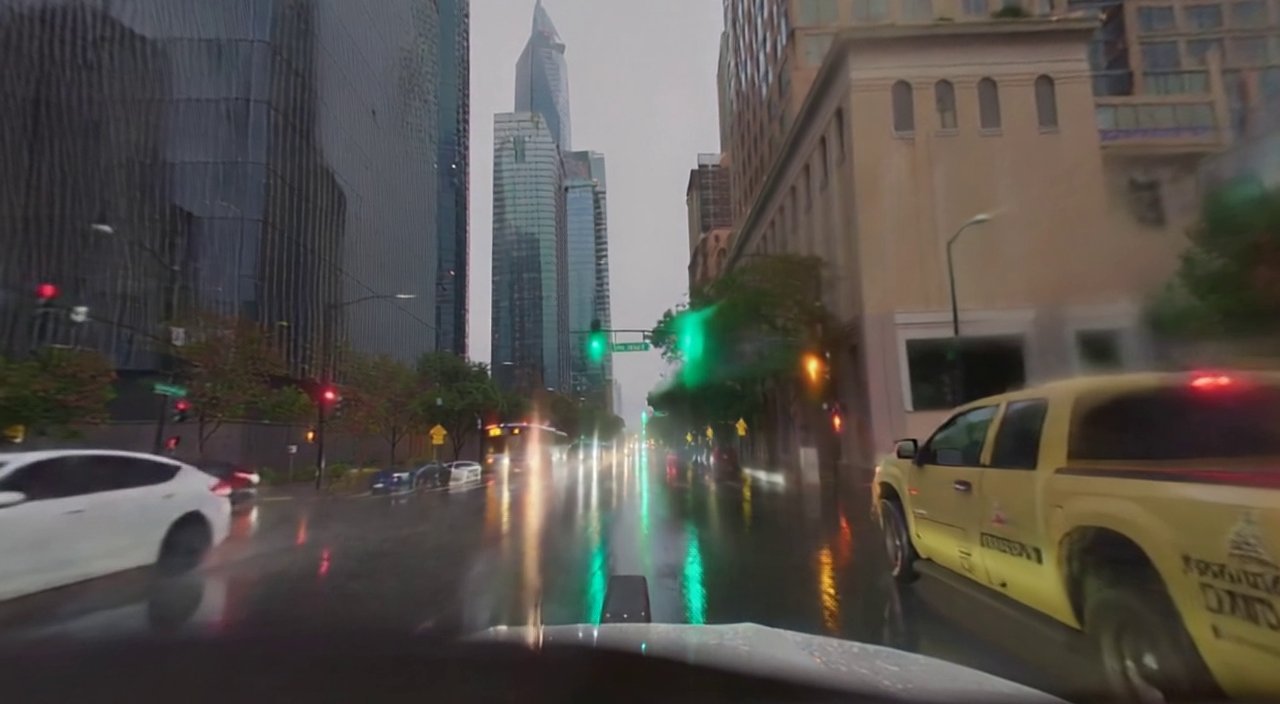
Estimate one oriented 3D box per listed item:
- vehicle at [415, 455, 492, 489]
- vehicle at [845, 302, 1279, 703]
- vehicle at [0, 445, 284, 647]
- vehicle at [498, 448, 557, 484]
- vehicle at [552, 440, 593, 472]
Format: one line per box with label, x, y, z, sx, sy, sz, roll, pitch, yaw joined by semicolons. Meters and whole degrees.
vehicle;-9.379;6.044;32.181;2.003;1.489;4.656;-1;-8;8
vehicle;3.321;1.053;4.198;2.118;1.848;5.426;0;-8;0
vehicle;-5.641;1.569;5.617;1.956;1.457;4.958;0;-8;1
vehicle;-5.472;5.579;31.208;1.997;1.610;4.144;0;-8;2
vehicle;-4.927;7.710;46.866;2.304;2.208;5.200;0;-8;2
